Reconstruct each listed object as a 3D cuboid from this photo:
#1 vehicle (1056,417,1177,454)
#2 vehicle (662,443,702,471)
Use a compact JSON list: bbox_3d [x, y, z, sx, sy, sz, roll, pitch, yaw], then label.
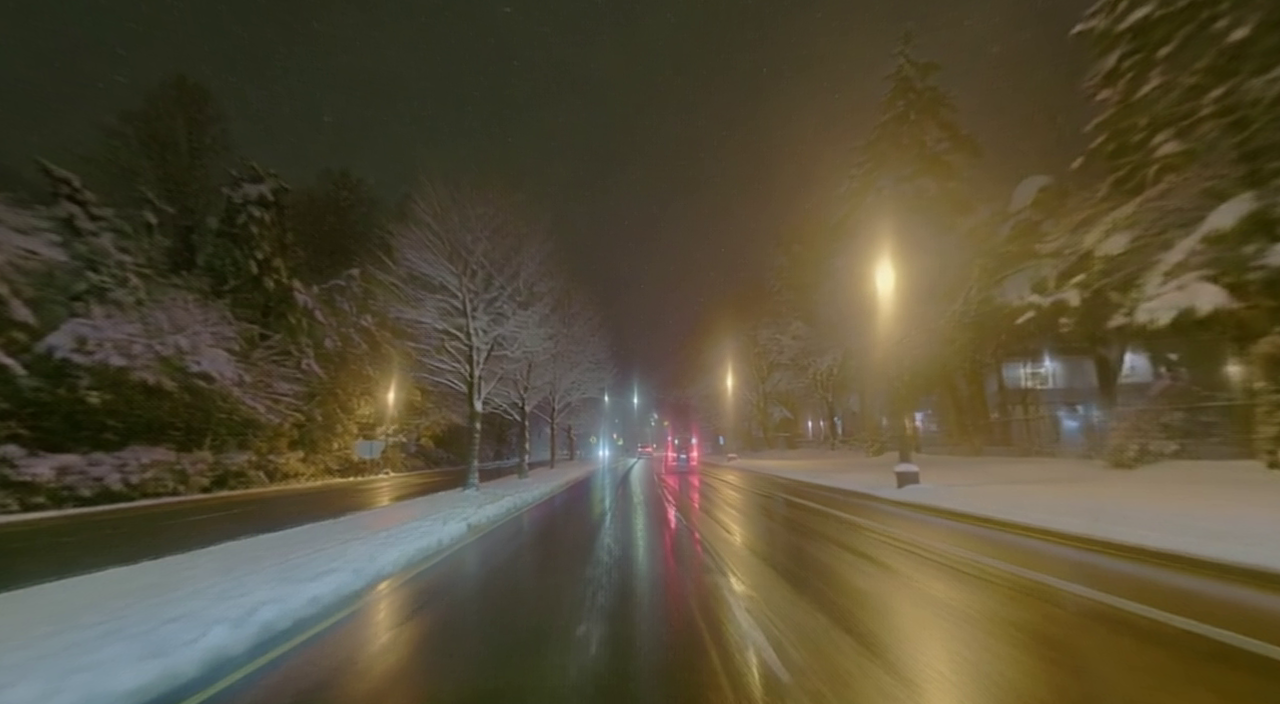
[{"bbox_3d":[28.180,4.973,37.349,5.465,2.116,2.004,0,-8,0],"label":"vehicle"},{"bbox_3d":[2.431,6.183,37.372,2.044,1.537,4.528,0,-8,0],"label":"vehicle"}]
